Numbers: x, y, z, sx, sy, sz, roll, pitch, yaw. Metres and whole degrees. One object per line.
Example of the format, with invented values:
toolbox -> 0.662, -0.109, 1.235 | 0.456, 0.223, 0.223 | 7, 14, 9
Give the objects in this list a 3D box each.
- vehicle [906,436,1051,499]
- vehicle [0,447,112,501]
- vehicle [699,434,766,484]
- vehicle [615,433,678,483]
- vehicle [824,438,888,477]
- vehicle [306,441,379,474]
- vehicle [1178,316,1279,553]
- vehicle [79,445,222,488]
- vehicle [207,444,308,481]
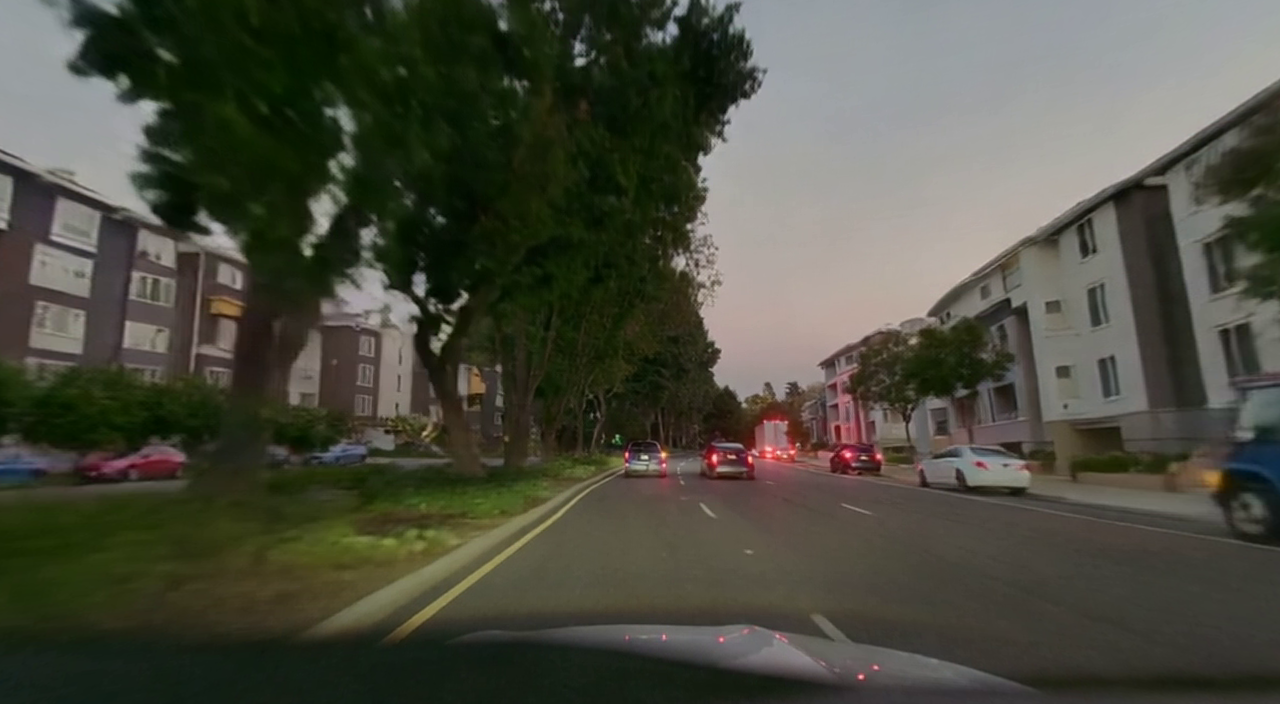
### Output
vehicle -> 10.600, 3.620, 20.318 | 2.080, 1.744, 4.889 | 0, -8, 2
vehicle -> -18.979, 3.655, 18.880 | 1.951, 1.513, 5.107 | -3, -9, 1
vehicle -> 3.590, 4.246, 25.315 | 2.033, 1.823, 4.409 | 0, -9, 0
vehicle -> 0.312, 4.304, 25.897 | 2.345, 1.841, 5.032 | 0, -9, 2
vehicle -> 11.057, 5.419, 32.725 | 1.938, 1.860, 4.690 | -1, -9, 4
vehicle -> -17.899, 6.330, 38.288 | 2.175, 1.819, 4.703 | 0, -8, -1
vehicle -> 10.665, 0.730, 6.696 | 3.705, 3.221, 6.779 | -1, -10, 0
vehicle -> -18.938, 4.520, 24.768 | 1.849, 1.455, 4.606 | -2, -11, 1
vehicle -> -18.545, 5.391, 30.902 | 2.023, 1.561, 4.497 | -2, -10, 2
